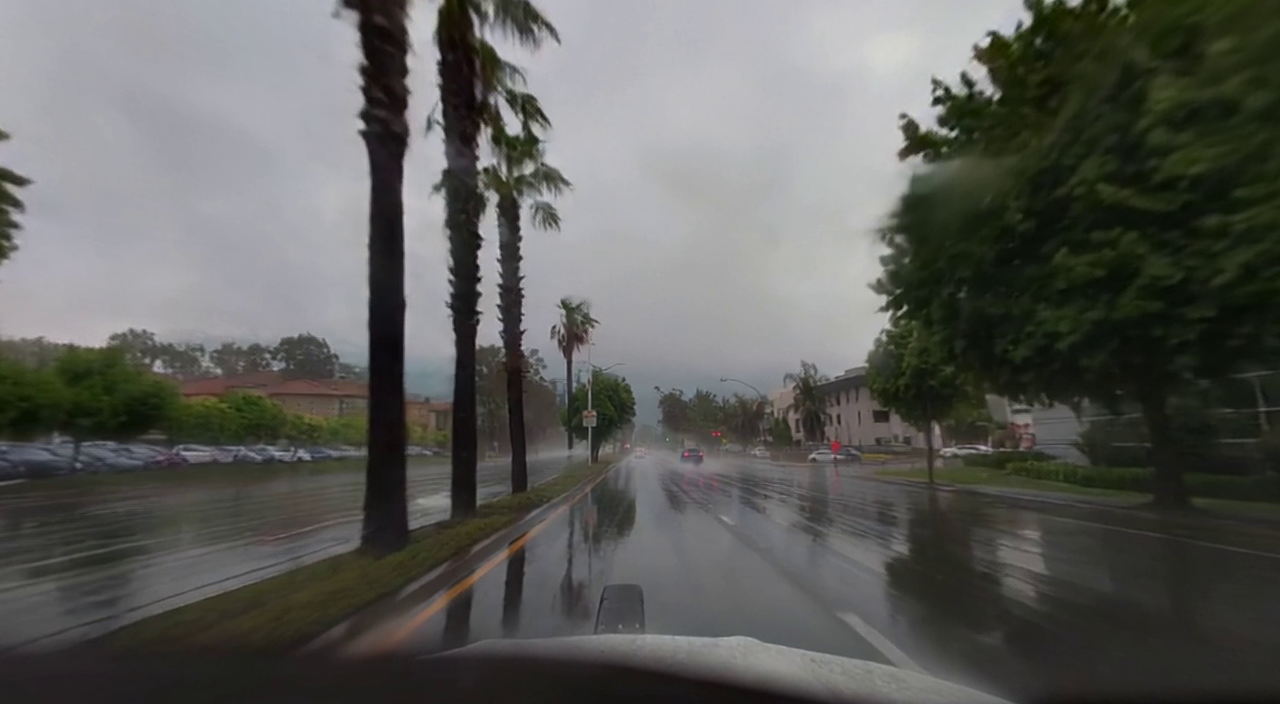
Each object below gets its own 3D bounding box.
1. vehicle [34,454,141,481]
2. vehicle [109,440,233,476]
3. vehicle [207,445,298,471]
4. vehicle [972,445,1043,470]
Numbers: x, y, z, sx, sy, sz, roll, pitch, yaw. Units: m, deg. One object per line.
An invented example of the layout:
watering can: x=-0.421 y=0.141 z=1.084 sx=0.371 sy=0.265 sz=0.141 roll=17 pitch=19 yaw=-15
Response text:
vehicle: x=-31.182 y=6.507 z=35.603 sx=4.223 sy=1.444 sz=1.814 roll=0 pitch=-9 yaw=-3
vehicle: x=-32.029 y=7.228 z=43.126 sx=6.216 sy=2.077 sz=2.806 roll=2 pitch=-8 yaw=2
vehicle: x=-30.587 y=8.390 z=49.840 sx=5.493 sy=1.979 sz=2.437 roll=0 pitch=-9 yaw=-2
vehicle: x=24.153 y=6.920 z=41.569 sx=1.881 sy=1.509 sz=4.448 roll=0 pitch=-9 yaw=-3
